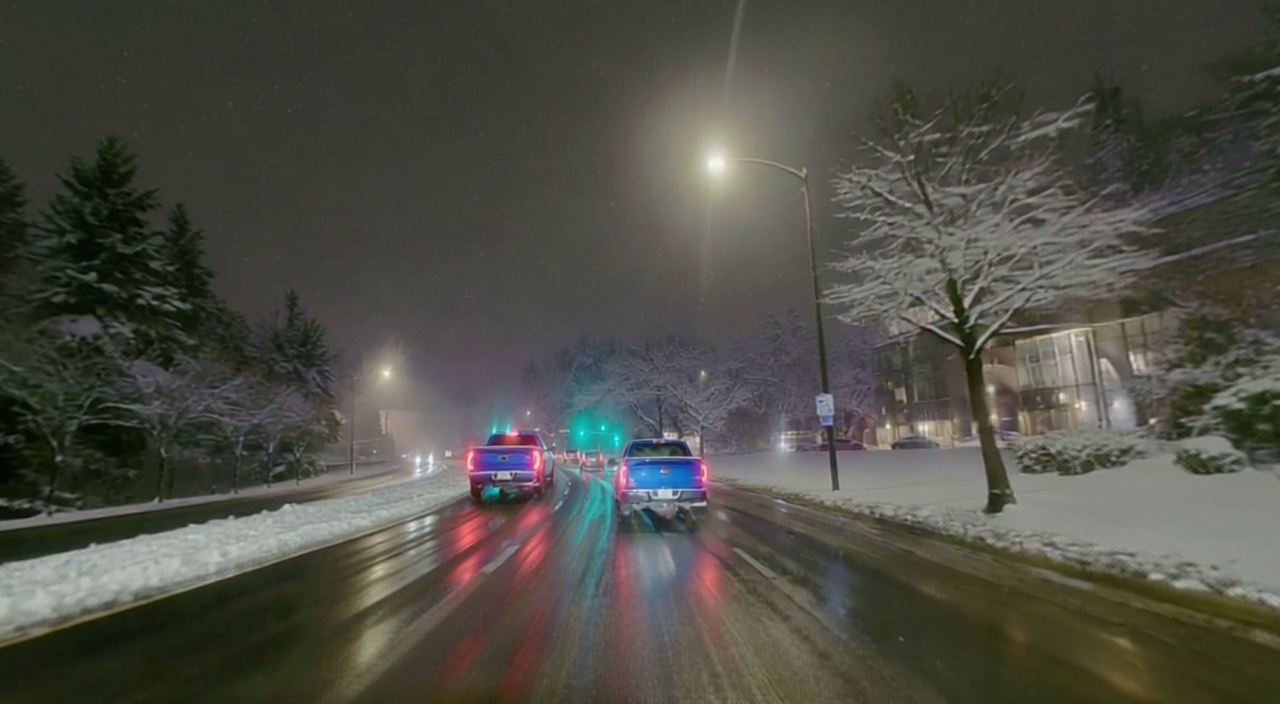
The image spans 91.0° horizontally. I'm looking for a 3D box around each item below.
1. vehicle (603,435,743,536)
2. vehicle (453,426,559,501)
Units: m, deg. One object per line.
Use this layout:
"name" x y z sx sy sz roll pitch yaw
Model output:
"vehicle" 0.399 2.382 11.796 2.142 1.528 4.133 1 -9 -3
"vehicle" -3.987 3.466 19.922 2.512 1.992 5.725 1 -9 -5
